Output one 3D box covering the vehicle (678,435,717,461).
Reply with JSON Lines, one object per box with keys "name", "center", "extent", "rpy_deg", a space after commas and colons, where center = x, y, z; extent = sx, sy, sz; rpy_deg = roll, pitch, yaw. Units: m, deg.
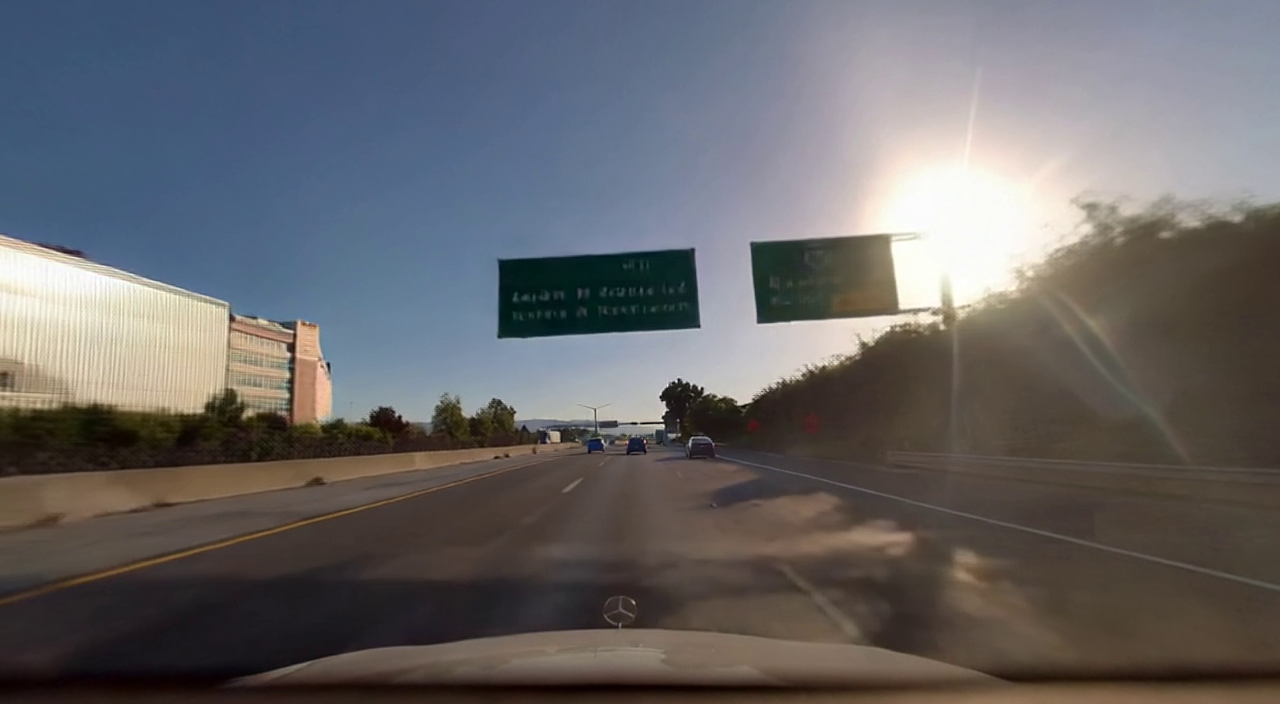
{"name": "vehicle", "center": [3.527, 5.961, 39.090], "extent": [1.992, 1.532, 3.996], "rpy_deg": [0, -8, -1]}
